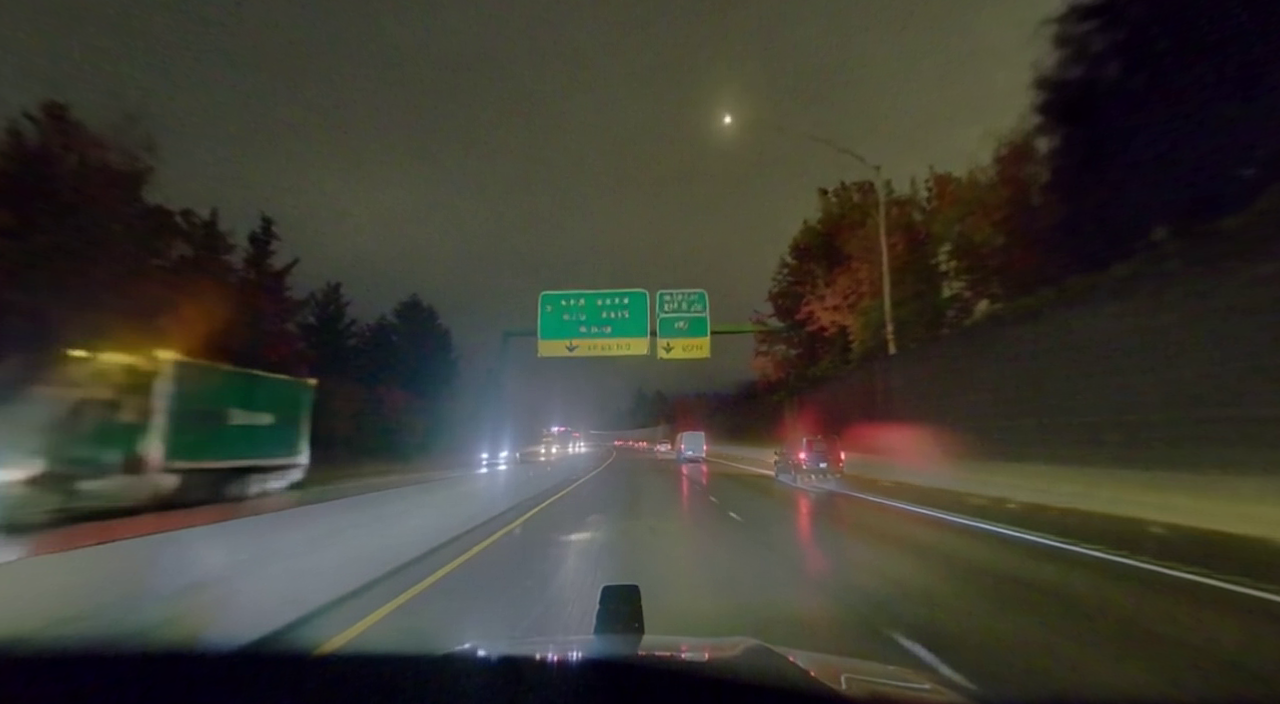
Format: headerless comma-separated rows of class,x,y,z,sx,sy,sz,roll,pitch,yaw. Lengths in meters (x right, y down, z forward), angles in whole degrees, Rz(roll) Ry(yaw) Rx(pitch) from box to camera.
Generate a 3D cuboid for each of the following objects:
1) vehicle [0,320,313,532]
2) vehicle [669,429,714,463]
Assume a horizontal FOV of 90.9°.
vehicle,-12.220,1.937,15.735,3.010,3.699,9.465,0,-8,-1
vehicle,3.283,6.111,41.157,2.393,2.072,4.958,0,-8,-2
